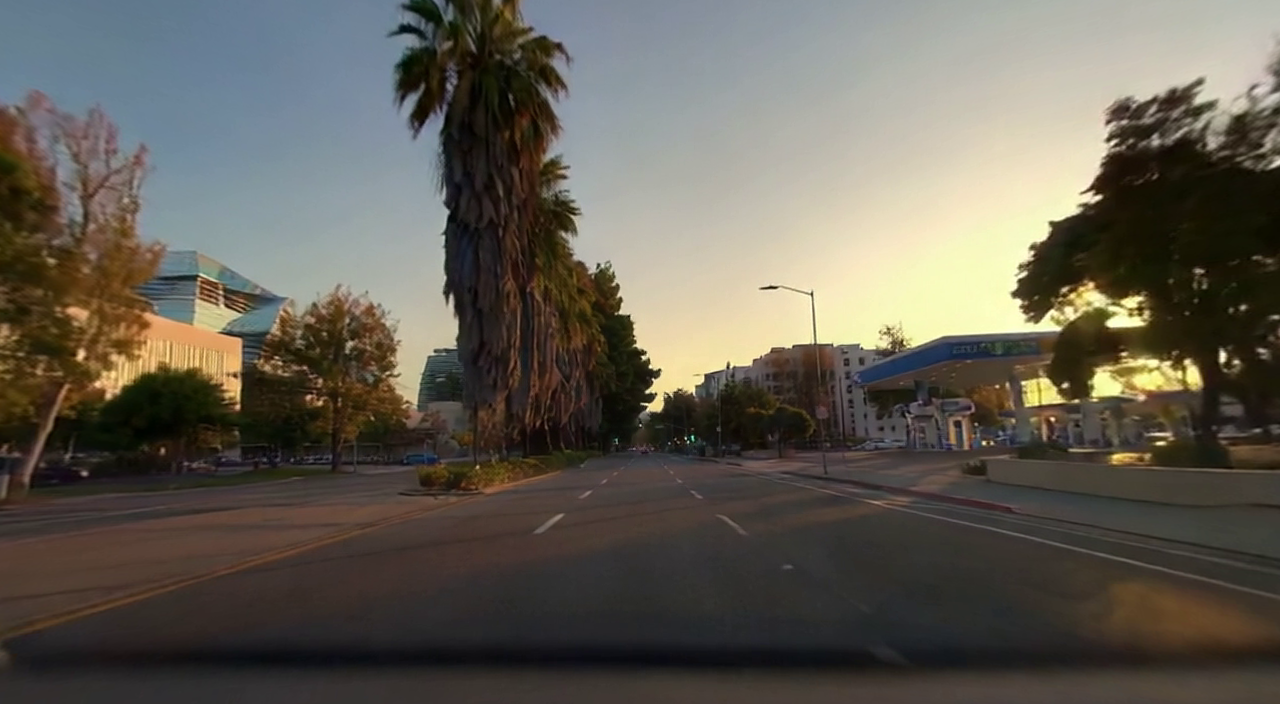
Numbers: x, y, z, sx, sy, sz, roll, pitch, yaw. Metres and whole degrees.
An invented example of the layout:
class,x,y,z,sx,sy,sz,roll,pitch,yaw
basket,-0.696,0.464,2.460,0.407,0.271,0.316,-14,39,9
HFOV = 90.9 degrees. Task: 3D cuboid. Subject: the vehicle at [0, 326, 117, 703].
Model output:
class,x,y,z,sx,sy,sz,roll,pitch,yaw
vehicle,-3.345,0.524,0.466,2.011,1.756,4.478,-1,-9,0
